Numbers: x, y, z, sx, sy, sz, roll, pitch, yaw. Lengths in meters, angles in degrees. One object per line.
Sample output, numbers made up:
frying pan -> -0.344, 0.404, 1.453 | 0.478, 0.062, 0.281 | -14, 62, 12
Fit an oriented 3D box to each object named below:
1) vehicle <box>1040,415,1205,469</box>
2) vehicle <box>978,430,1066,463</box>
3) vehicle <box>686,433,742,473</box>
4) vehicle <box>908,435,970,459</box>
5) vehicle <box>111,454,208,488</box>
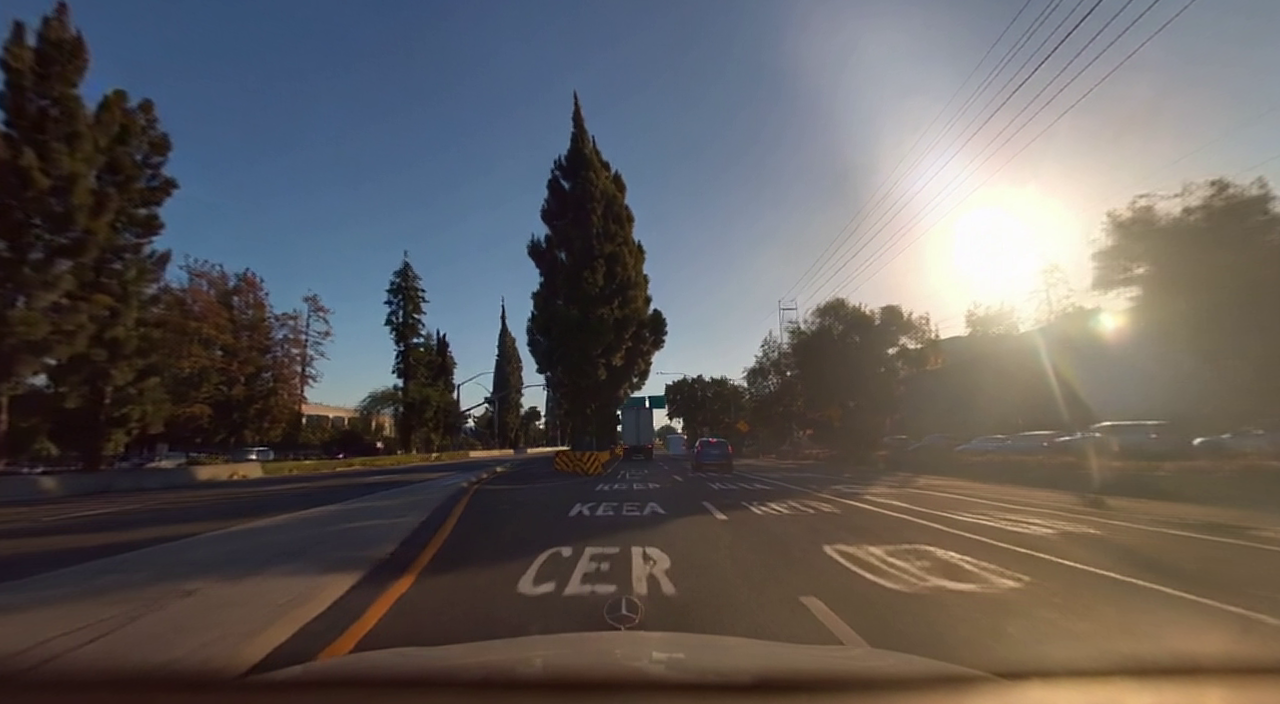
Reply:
vehicle -> 20.695, 3.941, 27.606 | 2.529, 2.086, 5.902 | 0, -8, 0
vehicle -> 20.789, 5.190, 34.667 | 1.917, 1.682, 4.575 | 0, -8, -1
vehicle -> 3.516, 4.907, 30.930 | 2.086, 1.803, 4.607 | 0, -8, -1
vehicle -> 20.501, 6.552, 43.561 | 2.010, 1.567, 4.519 | 0, -8, -1
vehicle -> -26.178, 6.445, 34.626 | 2.188, 1.669, 4.546 | 1, -9, -8
